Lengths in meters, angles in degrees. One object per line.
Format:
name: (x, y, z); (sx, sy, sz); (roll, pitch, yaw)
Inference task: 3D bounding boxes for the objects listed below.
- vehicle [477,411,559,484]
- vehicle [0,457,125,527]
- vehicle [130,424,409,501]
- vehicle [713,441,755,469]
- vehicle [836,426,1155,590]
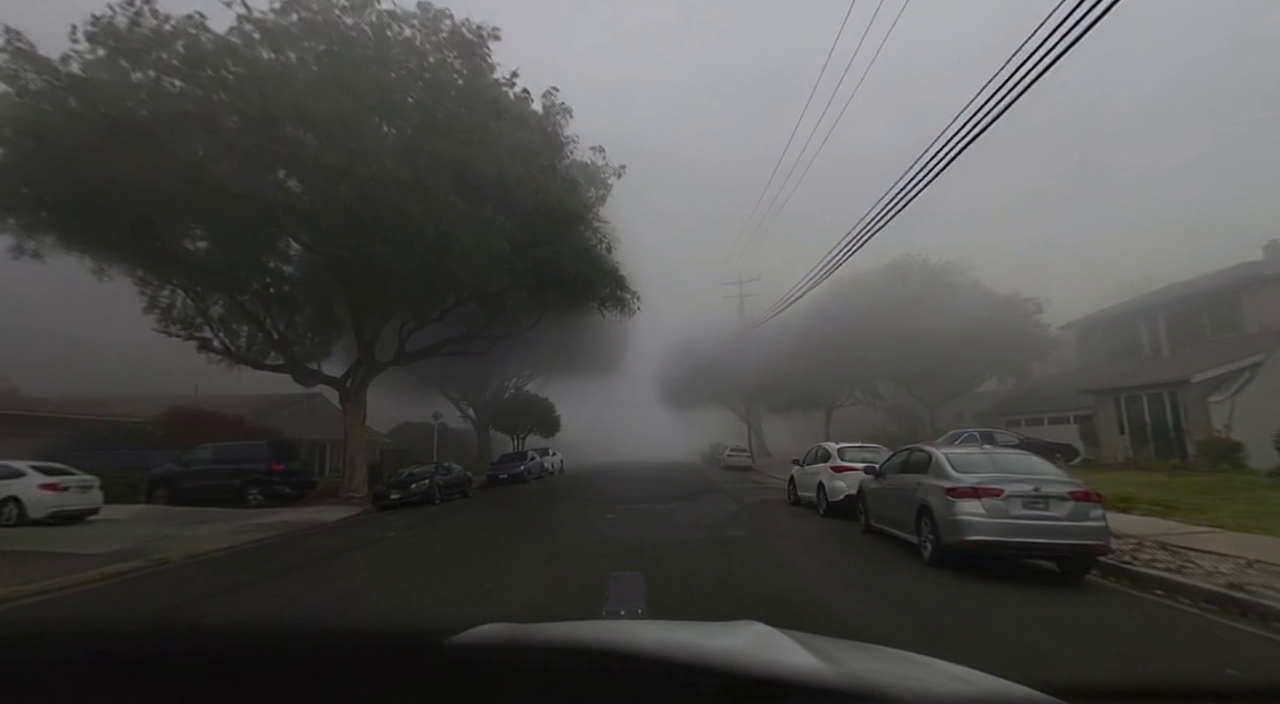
vehicle: (-5.284, 4.274, 28.356); (2.199, 2.902, 5.848); (0, -8, 3)
vehicle: (-14.490, 3.060, 14.049); (4.481, 1.420, 1.712); (0, -8, -1)
vehicle: (-10.306, 3.101, 18.012); (6.488, 2.009, 2.354); (0, -8, 3)
vehicle: (5.081, 5.600, 34.637); (1.743, 1.440, 3.732); (0, -8, 1)
vehicle: (3.810, 1.689, 7.679); (1.845, 1.453, 3.792); (0, -8, 4)
